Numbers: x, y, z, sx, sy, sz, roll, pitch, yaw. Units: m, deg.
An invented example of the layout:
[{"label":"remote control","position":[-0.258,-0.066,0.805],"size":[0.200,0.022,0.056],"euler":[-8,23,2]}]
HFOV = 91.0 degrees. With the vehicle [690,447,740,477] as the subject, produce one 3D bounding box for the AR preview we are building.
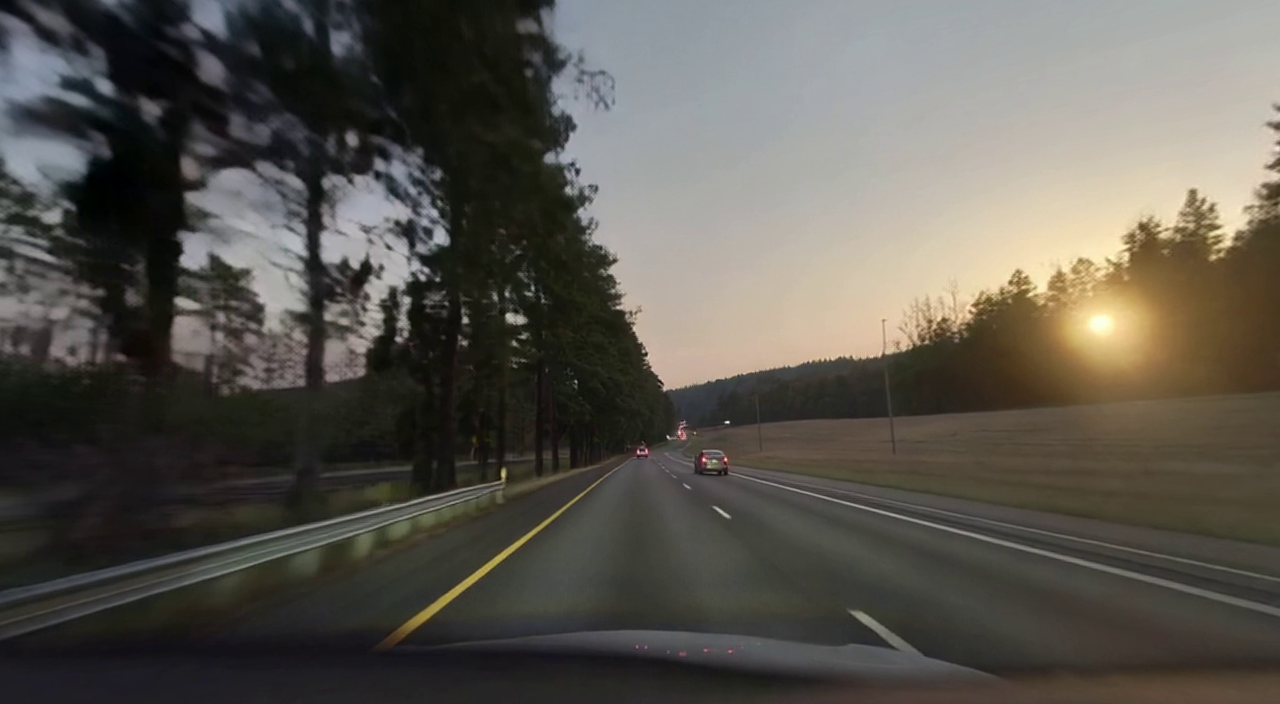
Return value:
[{"label":"vehicle","position":[3.955,5.919,34.070],"size":[2.115,1.522,4.330],"euler":[0,-9,-1]}]
